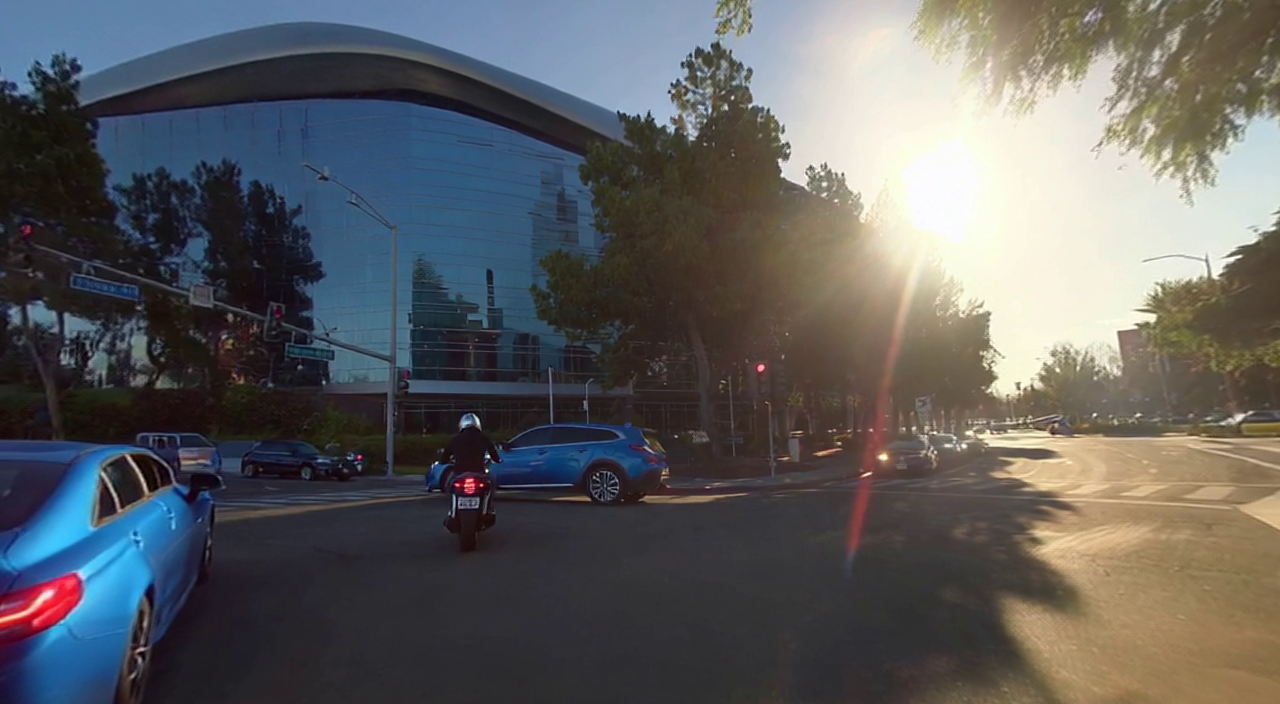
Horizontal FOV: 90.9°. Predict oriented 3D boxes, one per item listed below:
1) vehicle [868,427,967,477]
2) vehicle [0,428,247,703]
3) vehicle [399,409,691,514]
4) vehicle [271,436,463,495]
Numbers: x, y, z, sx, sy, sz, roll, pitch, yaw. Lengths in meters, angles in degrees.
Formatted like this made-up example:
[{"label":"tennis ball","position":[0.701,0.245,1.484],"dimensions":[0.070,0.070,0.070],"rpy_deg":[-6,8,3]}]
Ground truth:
[{"label":"vehicle","position":[10.346,3.659,23.320],"dimensions":[2.084,1.656,4.583],"rpy_deg":[-7,-11,38]},{"label":"vehicle","position":[-4.142,1.306,4.370],"dimensions":[2.009,1.450,4.182],"rpy_deg":[5,-10,-36]},{"label":"vehicle","position":[-2.059,2.320,13.867],"dimensions":[5.833,1.960,2.341],"rpy_deg":[2,-9,-16]},{"label":"vehicle","position":[-7.373,3.100,17.352],"dimensions":[4.401,1.480,1.864],"rpy_deg":[-1,-8,3]}]
